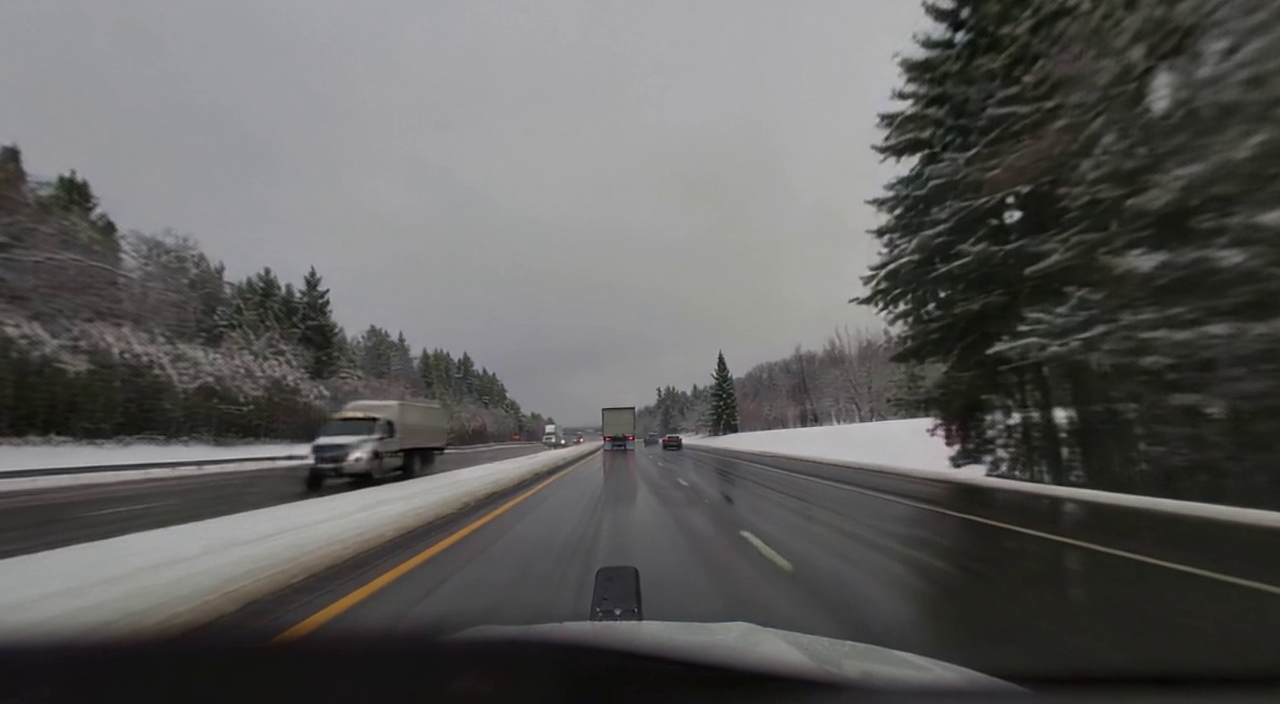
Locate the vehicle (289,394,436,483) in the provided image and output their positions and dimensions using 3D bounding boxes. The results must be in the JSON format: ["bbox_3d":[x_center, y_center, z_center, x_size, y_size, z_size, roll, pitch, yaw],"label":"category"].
[{"bbox_3d":[-9.819,3.152,23.106,2.568,2.809,6.308,0,-8,-1],"label":"vehicle"}]

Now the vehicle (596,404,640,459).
[{"bbox_3d":[-1.391,4.980,39.203,2.450,3.098,6.965,0,-8,-2],"label":"vehicle"}]
